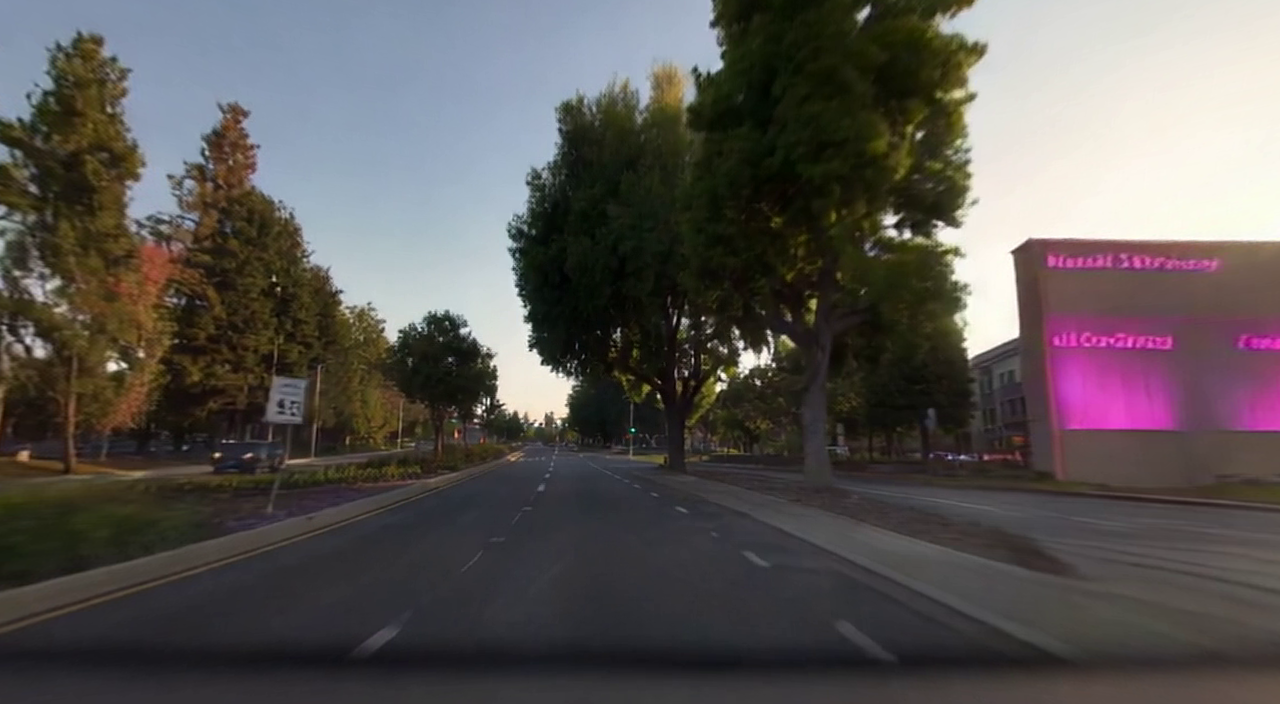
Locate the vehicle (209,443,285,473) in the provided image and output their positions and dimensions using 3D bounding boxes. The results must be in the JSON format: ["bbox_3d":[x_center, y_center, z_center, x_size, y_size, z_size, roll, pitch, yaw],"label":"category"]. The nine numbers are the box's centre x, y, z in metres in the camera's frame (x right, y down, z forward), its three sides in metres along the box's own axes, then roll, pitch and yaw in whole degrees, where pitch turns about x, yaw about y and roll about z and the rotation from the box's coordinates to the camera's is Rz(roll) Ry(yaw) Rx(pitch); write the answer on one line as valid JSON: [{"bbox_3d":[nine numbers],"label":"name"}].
[{"bbox_3d":[-22.695,6.111,36.639,1.954,1.577,4.590,1,-9,-8],"label":"vehicle"}]
